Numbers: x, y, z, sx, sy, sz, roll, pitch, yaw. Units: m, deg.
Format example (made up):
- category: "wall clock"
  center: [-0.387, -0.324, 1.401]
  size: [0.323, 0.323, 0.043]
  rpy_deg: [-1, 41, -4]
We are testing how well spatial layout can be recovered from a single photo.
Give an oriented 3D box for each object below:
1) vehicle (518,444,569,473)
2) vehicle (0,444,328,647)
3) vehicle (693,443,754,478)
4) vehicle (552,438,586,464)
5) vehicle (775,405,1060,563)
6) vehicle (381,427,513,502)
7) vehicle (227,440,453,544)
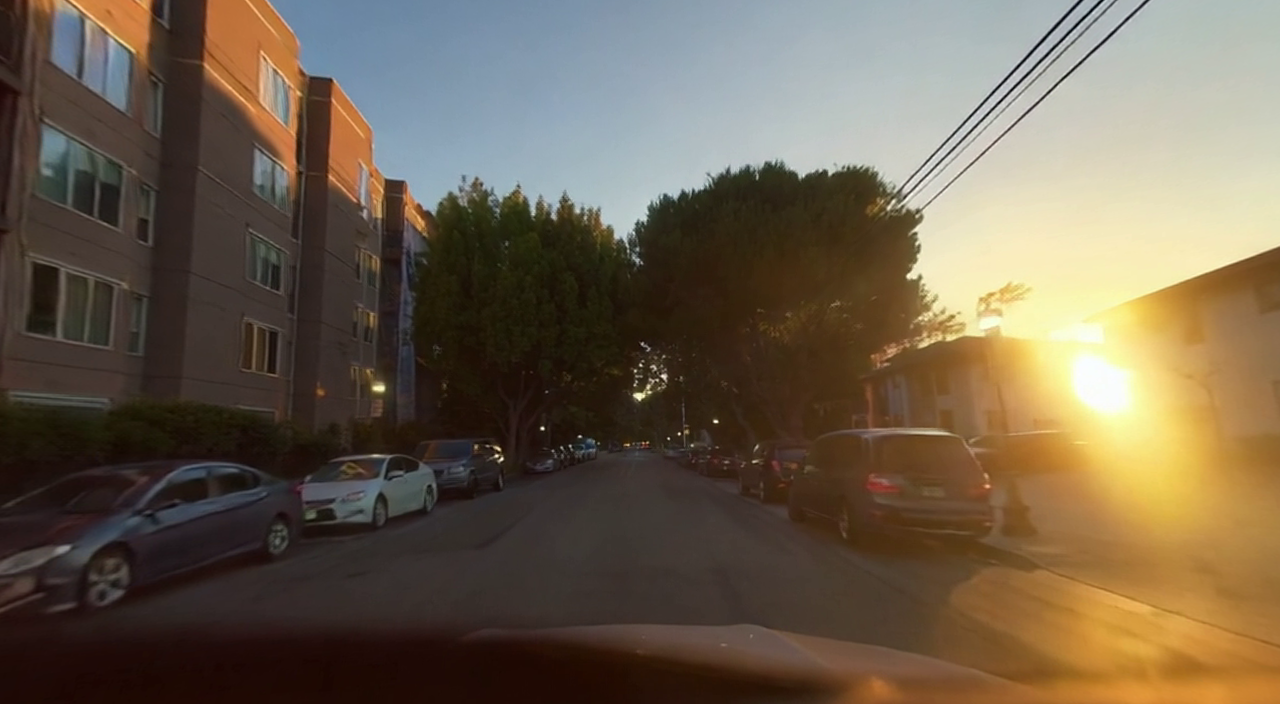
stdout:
- category: "vehicle"
  center: [-5.218, 5.841, 34.833]
  size: [2.080, 1.458, 4.511]
  rpy_deg: [0, -9, 0]
- category: "vehicle"
  center: [-5.404, 1.759, 6.820]
  size: [1.799, 1.440, 4.411]
  rpy_deg: [-2, -9, 1]
- category: "vehicle"
  center: [3.665, 4.865, 28.593]
  size: [1.881, 1.460, 4.737]
  rpy_deg: [1, -9, -3]
- category: "vehicle"
  center: [-5.335, 7.571, 48.245]
  size: [2.069, 1.881, 4.697]
  rpy_deg: [0, -9, 0]
- category: "vehicle"
  center: [3.754, 1.904, 9.870]
  size: [2.082, 1.809, 4.998]
  rpy_deg: [0, -9, -1]
- category: "vehicle"
  center: [-5.257, 3.157, 18.107]
  size: [2.213, 1.825, 4.986]
  rpy_deg: [0, -9, 0]
- category: "vehicle"
  center: [-5.346, 2.518, 12.179]
  size: [2.026, 1.461, 4.837]
  rpy_deg: [-3, -9, 0]
